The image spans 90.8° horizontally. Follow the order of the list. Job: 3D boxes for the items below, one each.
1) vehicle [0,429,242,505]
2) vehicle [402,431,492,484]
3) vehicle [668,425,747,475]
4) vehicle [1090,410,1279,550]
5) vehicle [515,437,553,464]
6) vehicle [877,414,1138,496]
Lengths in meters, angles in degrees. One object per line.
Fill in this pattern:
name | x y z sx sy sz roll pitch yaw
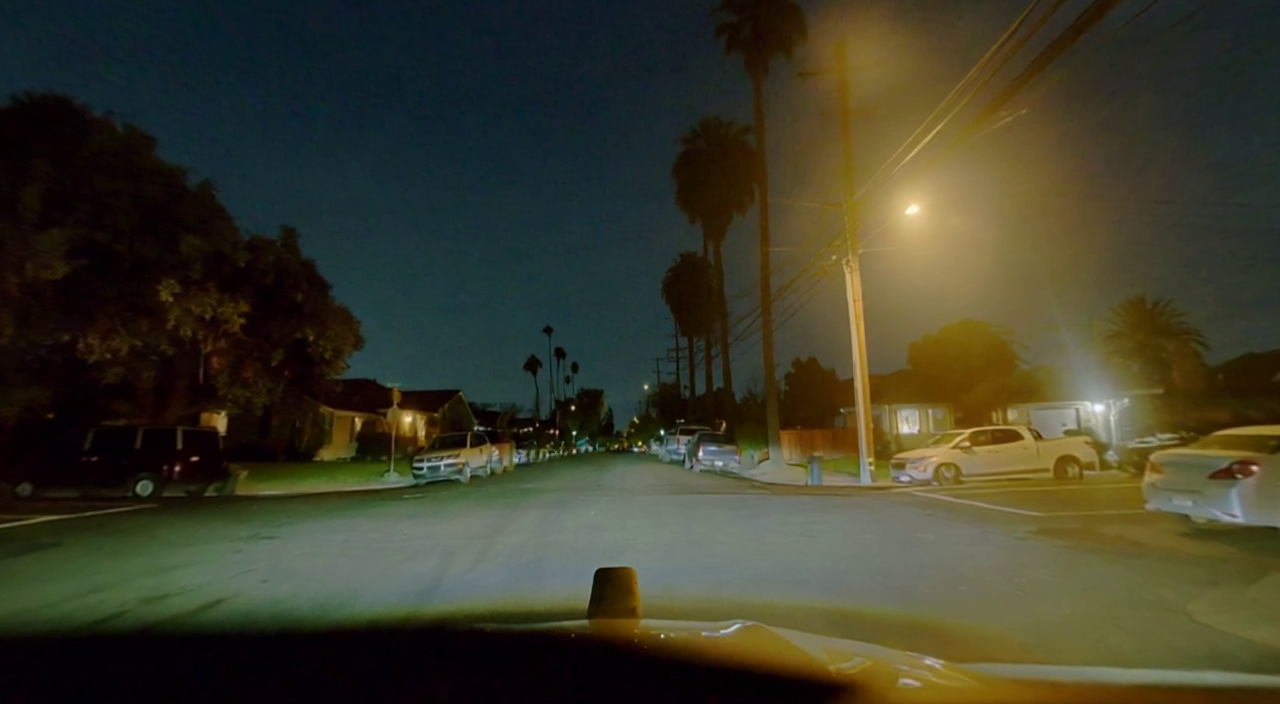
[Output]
vehicle | -14.794 3.167 17.528 5.847 1.766 2.392 -2 -9 -2
vehicle | -6.953 3.840 23.300 2.198 1.724 4.493 1 -9 -4
vehicle | 2.700 4.194 27.056 2.505 1.895 5.805 0 -9 -2
vehicle | 8.993 1.671 8.577 4.181 1.638 2.015 0 -9 -1
vehicle | -7.729 7.229 46.616 2.178 1.865 4.658 0 -9 -2
vehicle | 10.272 2.909 18.030 5.971 1.967 2.385 -1 -9 -5
